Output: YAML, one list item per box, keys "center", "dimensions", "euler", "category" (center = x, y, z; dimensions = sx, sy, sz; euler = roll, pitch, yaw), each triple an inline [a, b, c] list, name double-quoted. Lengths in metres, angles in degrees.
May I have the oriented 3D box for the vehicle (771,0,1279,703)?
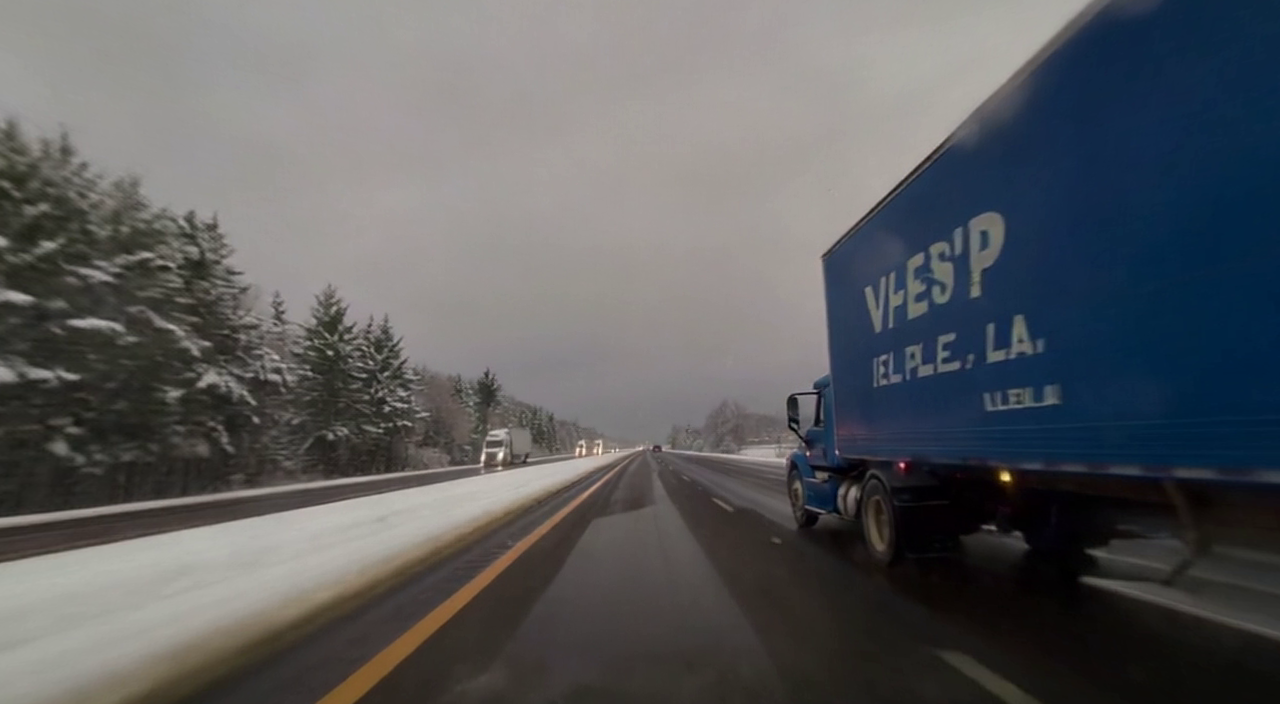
- center: [3.862, 0.212, 7.002]
  dimensions: [2.982, 4.164, 7.753]
  euler: [0, -9, -1]
  category: "vehicle"
